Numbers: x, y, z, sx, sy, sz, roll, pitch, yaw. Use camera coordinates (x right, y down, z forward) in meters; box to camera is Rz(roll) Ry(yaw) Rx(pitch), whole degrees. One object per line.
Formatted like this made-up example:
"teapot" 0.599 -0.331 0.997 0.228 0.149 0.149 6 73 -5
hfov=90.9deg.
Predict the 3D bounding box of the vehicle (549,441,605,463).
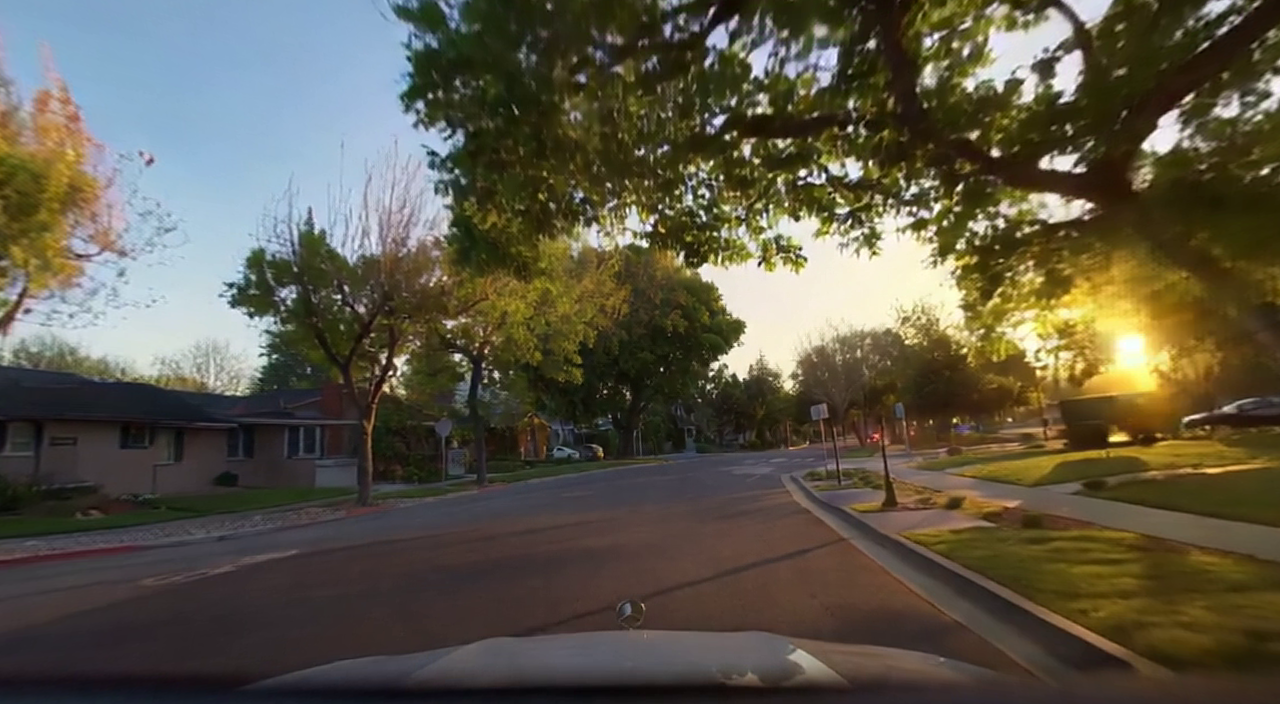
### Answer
"vehicle" -4.918 7.862 49.624 4.252 1.681 1.854 1 -8 -5

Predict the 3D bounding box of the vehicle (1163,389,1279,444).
"vehicle" 18.869 2.073 19.777 1.806 1.481 4.671 -7 -10 14
